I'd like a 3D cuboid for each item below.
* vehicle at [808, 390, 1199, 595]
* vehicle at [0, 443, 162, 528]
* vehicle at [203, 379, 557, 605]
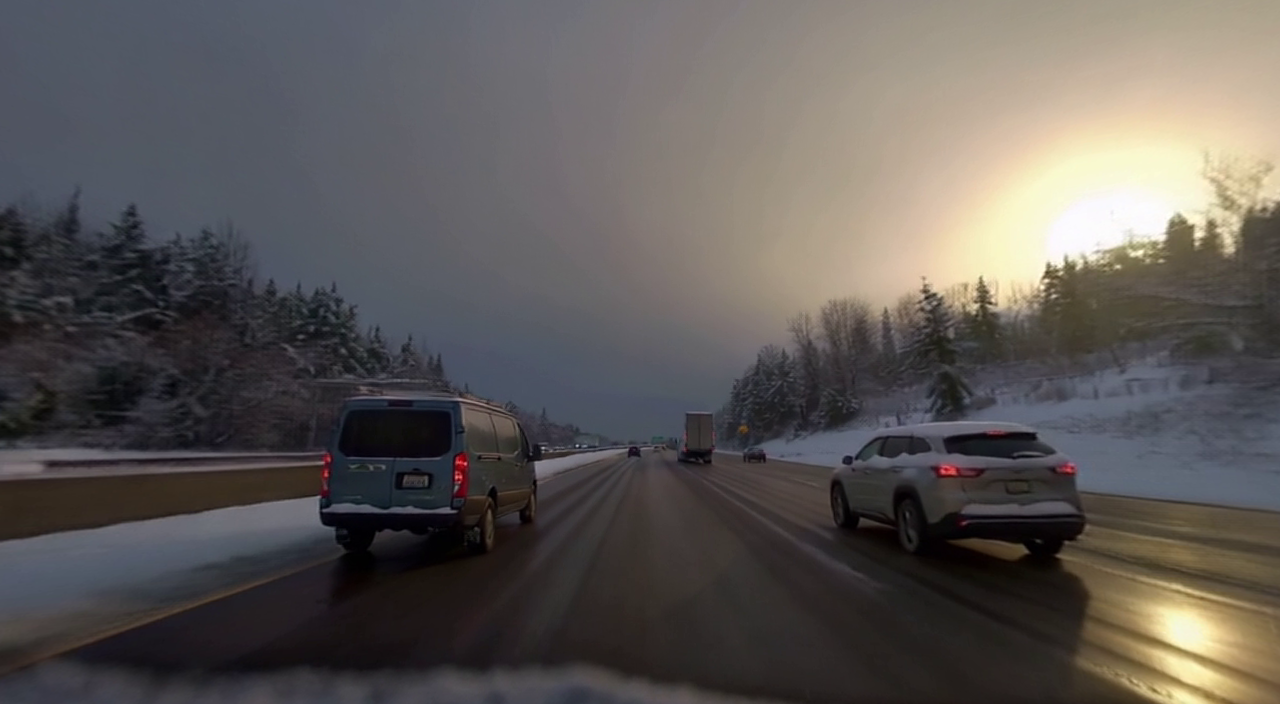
[{"bbox_3d":[3.965,1.628,8.199,2.209,1.862,4.717,0,-8,-1],"label":"vehicle"},{"bbox_3d":[-11.897,2.560,12.604,1.705,1.445,3.705,0,-8,1],"label":"vehicle"},{"bbox_3d":[-2.595,1.589,8.164,2.159,1.922,5.345,0,-8,2],"label":"vehicle"}]
